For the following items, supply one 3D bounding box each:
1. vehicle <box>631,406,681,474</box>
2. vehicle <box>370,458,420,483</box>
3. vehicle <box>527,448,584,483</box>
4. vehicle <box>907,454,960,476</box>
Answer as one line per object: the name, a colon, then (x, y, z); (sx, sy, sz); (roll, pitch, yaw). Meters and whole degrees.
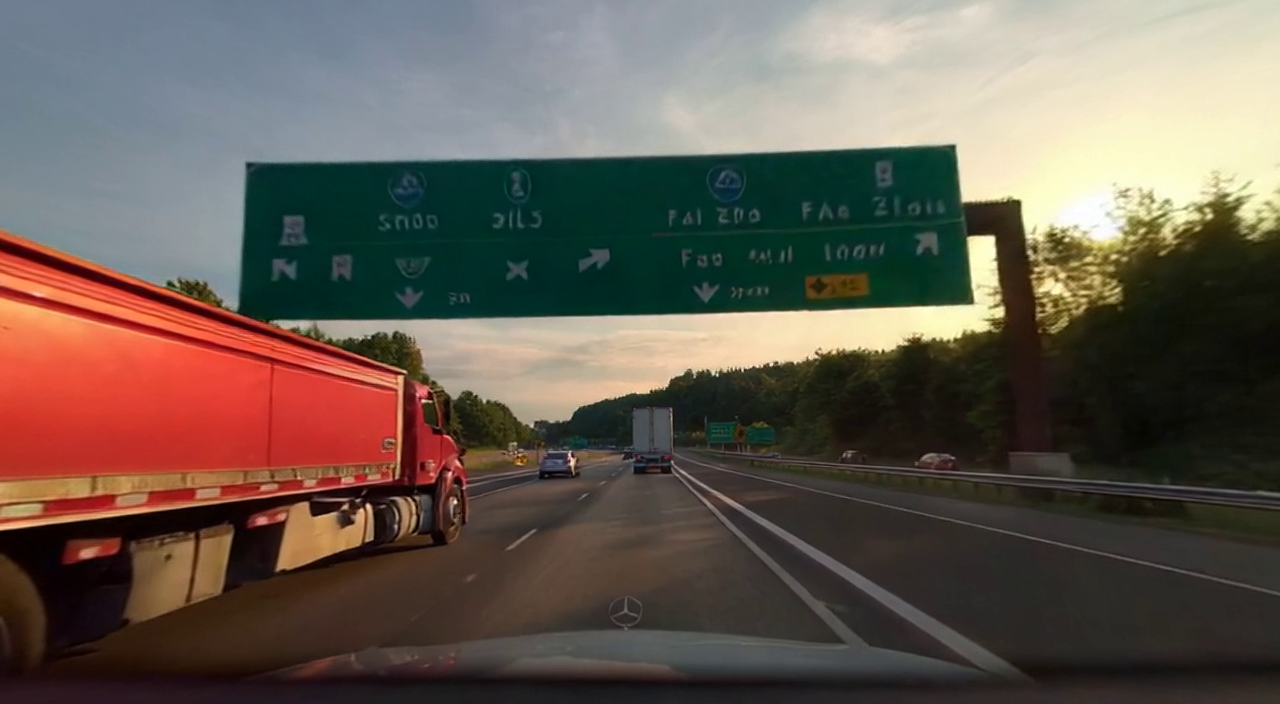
vehicle: (1.134, 6.055, 43.109); (3.022, 4.072, 10.318); (0, -9, 2)
vehicle: (-16.047, 7.761, 41.499); (1.701, 1.465, 3.759); (0, -9, 1)
vehicle: (-3.818, 5.185, 29.186); (1.931, 1.466, 4.458); (0, -9, 2)
vehicle: (20.366, 7.829, 43.864); (1.857, 1.407, 3.719); (0, -9, 0)
